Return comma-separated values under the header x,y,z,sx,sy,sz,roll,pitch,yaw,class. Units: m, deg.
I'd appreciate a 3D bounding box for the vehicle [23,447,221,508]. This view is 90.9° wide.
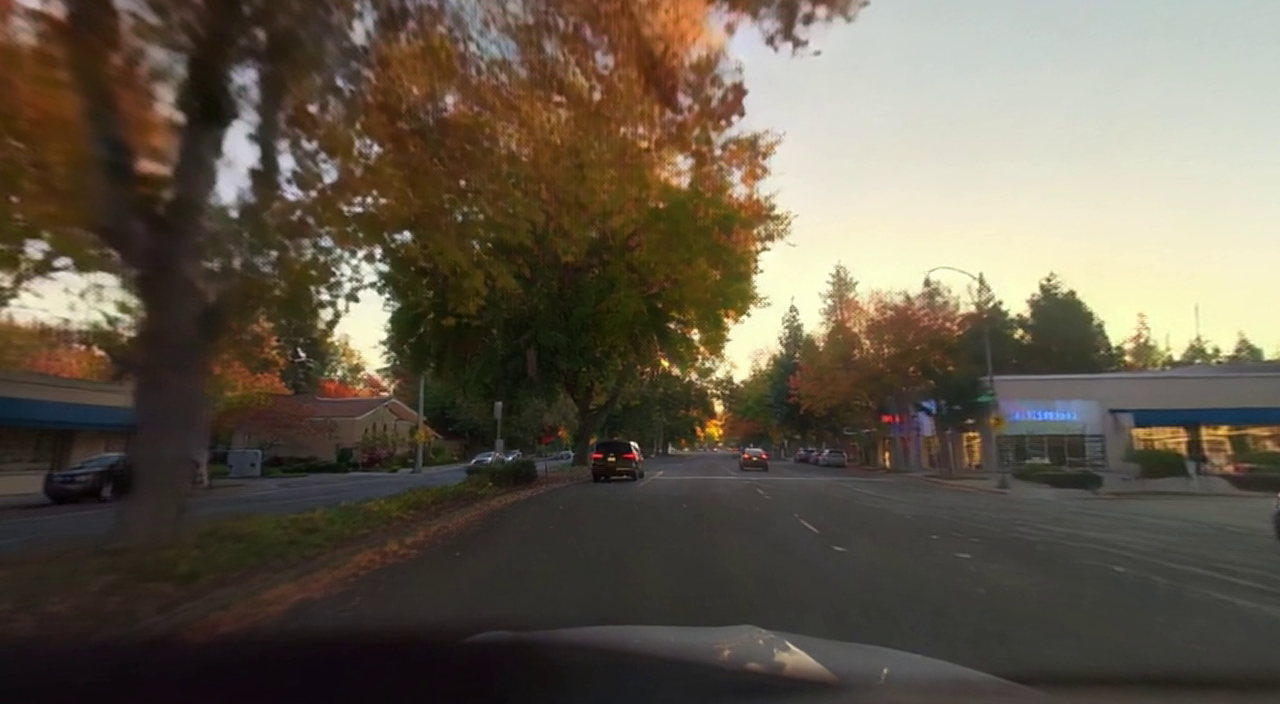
x,y,z,sx,sy,sz,roll,pitch,yaw,class
-17.581,4.230,21.913,1.914,1.785,5.408,-1,-8,6,vehicle

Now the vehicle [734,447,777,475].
x,y,z,sx,sy,sz,roll,pitch,yaw,class
6.532,6.207,36.082,1.886,1.464,4.290,0,-8,3,vehicle

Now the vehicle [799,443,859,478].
x,y,z,sx,sy,sz,roll,pitch,yaw,class
10.101,5.788,34.089,2.040,1.738,4.414,0,-8,3,vehicle

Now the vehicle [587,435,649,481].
x,y,z,sx,sy,sz,roll,pitch,yaw,class
-0.854,4.693,28.183,2.344,1.863,4.665,0,-8,3,vehicle
